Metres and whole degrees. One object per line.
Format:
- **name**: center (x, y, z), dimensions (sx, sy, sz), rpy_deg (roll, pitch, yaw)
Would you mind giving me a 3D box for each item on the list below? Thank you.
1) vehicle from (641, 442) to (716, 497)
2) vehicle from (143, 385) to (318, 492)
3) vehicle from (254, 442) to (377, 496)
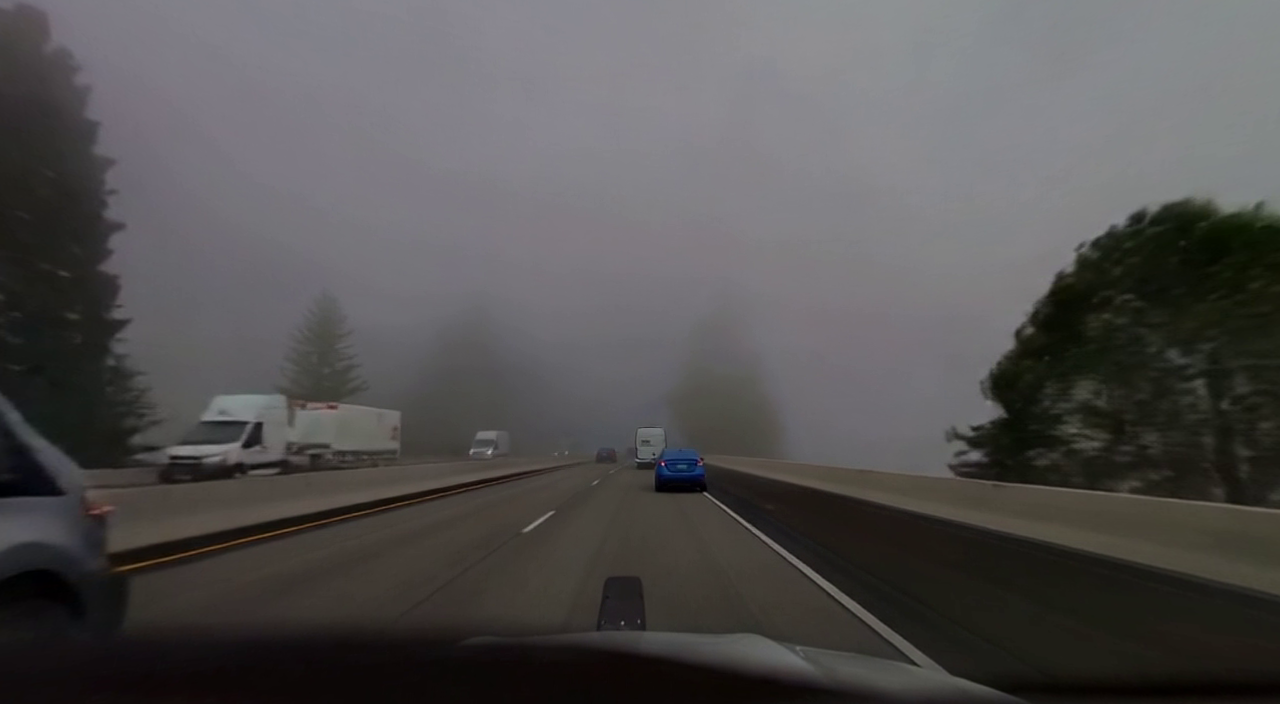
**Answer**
- **vehicle**: center (1.058, 3.497, 19.057), dimensions (2.012, 1.485, 3.649), rpy_deg (0, -9, 0)
- **vehicle**: center (-16.714, 3.644, 26.405), dimensions (2.956, 3.936, 6.173), rpy_deg (0, -9, 1)
- **vehicle**: center (-12.225, 4.410, 24.200), dimensions (2.042, 1.813, 4.926), rpy_deg (0, -9, 1)
